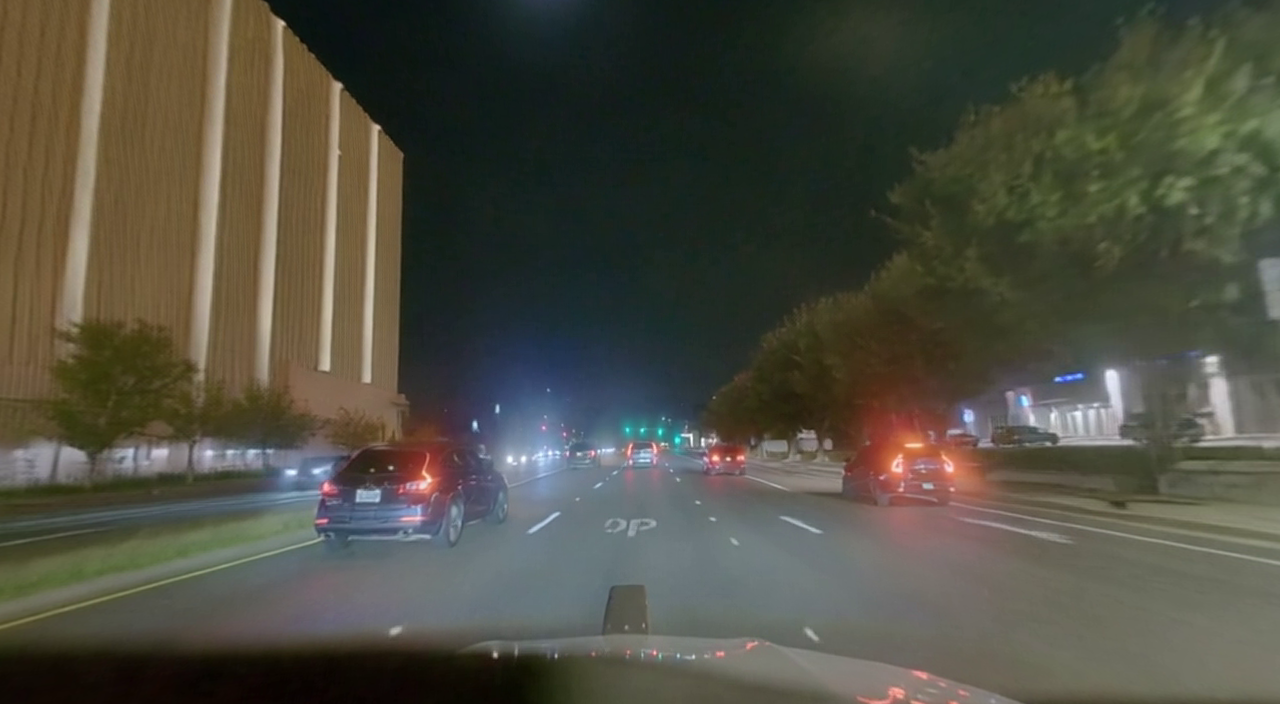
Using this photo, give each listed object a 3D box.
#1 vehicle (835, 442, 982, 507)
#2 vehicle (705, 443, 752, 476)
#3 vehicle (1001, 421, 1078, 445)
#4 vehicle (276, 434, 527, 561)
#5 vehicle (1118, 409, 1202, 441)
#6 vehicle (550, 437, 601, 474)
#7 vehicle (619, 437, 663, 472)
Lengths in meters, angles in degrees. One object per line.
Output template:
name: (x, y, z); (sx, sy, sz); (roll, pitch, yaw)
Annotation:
vehicle: (6.890, 3.162, 16.803); (1.865, 1.458, 4.605); (0, -9, 0)
vehicle: (4.251, 5.227, 30.866); (1.884, 1.458, 4.245); (-1, -9, 3)
vehicle: (26.201, 5.334, 41.311); (4.674, 1.489, 2.008); (4, -10, -26)
vehicle: (-3.226, 2.064, 9.731); (2.095, 1.486, 4.411); (0, -9, 1)
vehicle: (26.459, 3.758, 32.020); (4.617, 1.459, 1.819); (5, -10, -33)
vehicle: (-3.295, 5.448, 33.276); (2.117, 1.799, 4.442); (0, -9, 1)
vehicle: (0.052, 5.747, 35.466); (2.304, 1.795, 4.526); (0, -9, 0)
